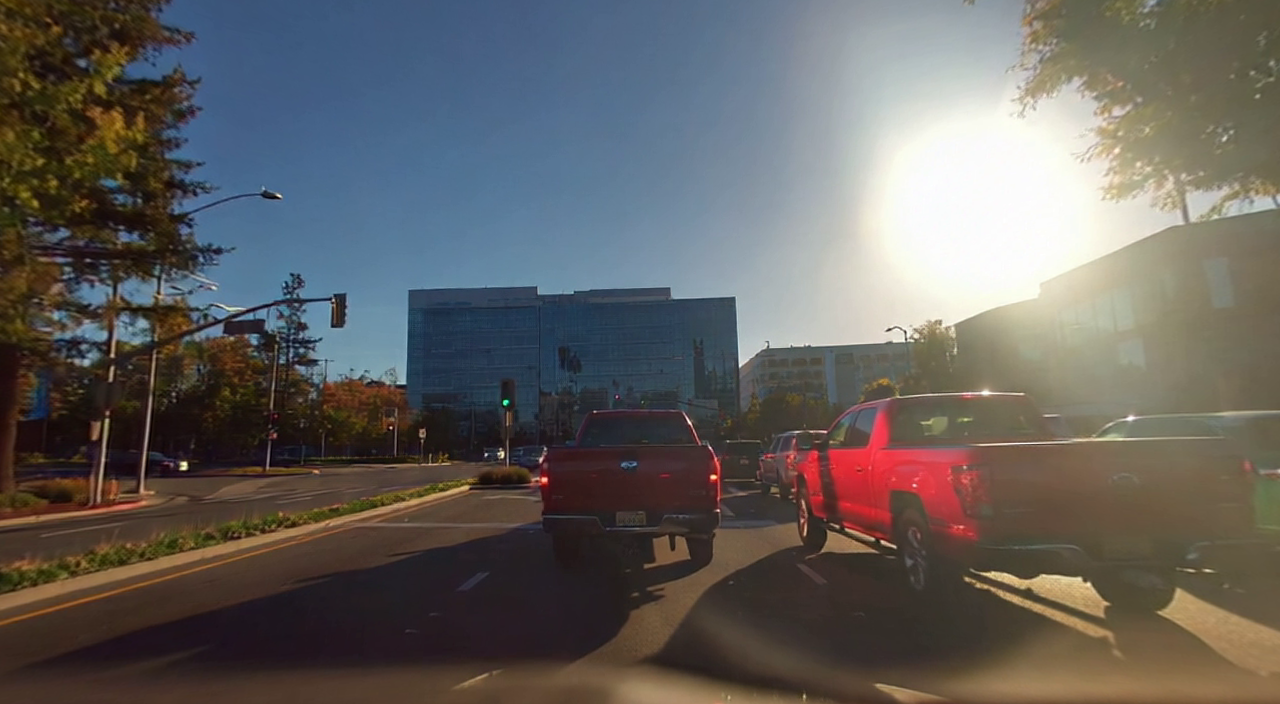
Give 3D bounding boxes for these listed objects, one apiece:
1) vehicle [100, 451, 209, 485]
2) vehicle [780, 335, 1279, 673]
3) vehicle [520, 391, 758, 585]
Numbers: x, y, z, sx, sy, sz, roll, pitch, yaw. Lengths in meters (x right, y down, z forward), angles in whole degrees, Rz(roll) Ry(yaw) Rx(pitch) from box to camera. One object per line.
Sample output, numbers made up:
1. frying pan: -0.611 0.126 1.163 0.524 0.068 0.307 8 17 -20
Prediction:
1. vehicle: -26.423 6.293 34.590 4.437 1.669 1.936 5 -10 -31
2. vehicle: 3.333 1.280 6.556 2.412 1.953 5.682 0 -9 -1
3. vehicle: -0.054 1.656 8.556 2.240 1.821 5.001 0 -9 -1
